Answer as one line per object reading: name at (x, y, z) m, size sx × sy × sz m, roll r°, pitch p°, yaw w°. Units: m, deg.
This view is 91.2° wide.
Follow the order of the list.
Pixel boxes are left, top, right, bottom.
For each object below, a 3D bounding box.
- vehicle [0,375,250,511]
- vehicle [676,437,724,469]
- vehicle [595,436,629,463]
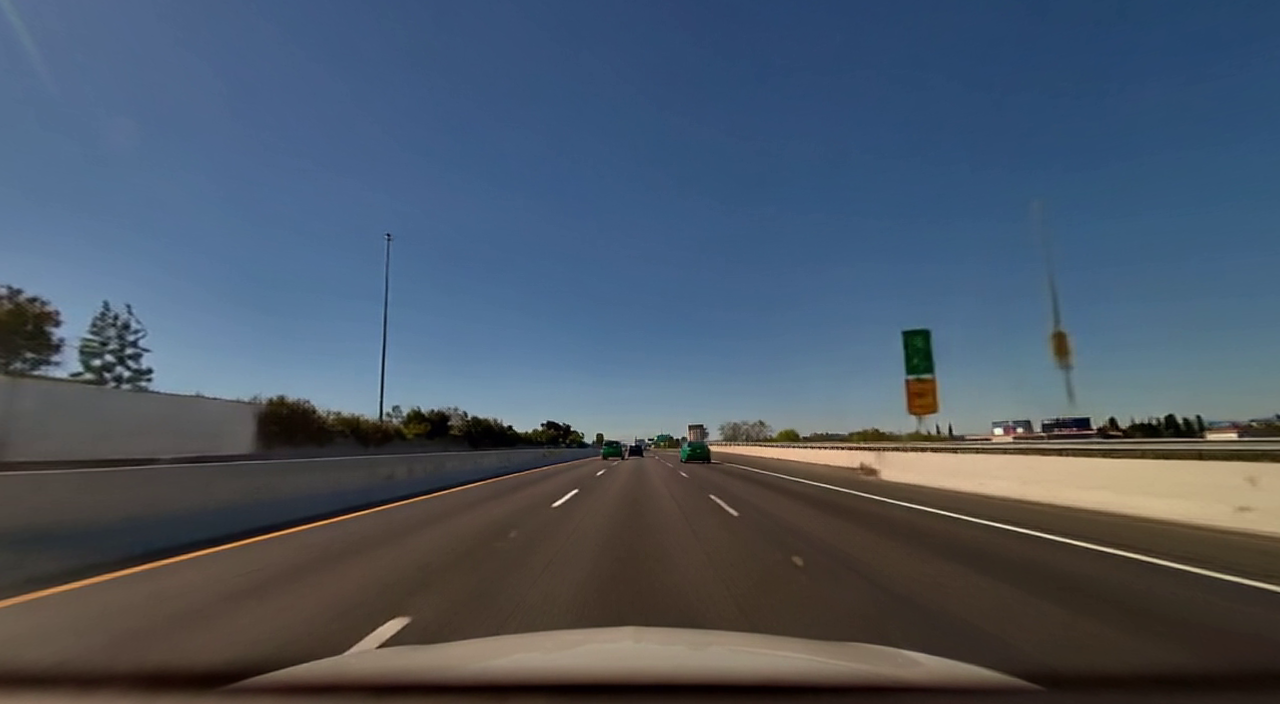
vehicle at (-21.114, 3.561, 24.338) m, size 3.003 × 4.108 × 14.055 m, roll 0°, pitch -8°, yaw 0°
vehicle at (3.262, 5.603, 34.947) m, size 2.202 × 1.682 × 4.188 m, roll 0°, pitch -8°, yaw 0°
vehicle at (-2.138, 7.628, 49.194) m, size 2.291 × 2.052 × 4.887 m, roll 0°, pitch -9°, yaw 1°
